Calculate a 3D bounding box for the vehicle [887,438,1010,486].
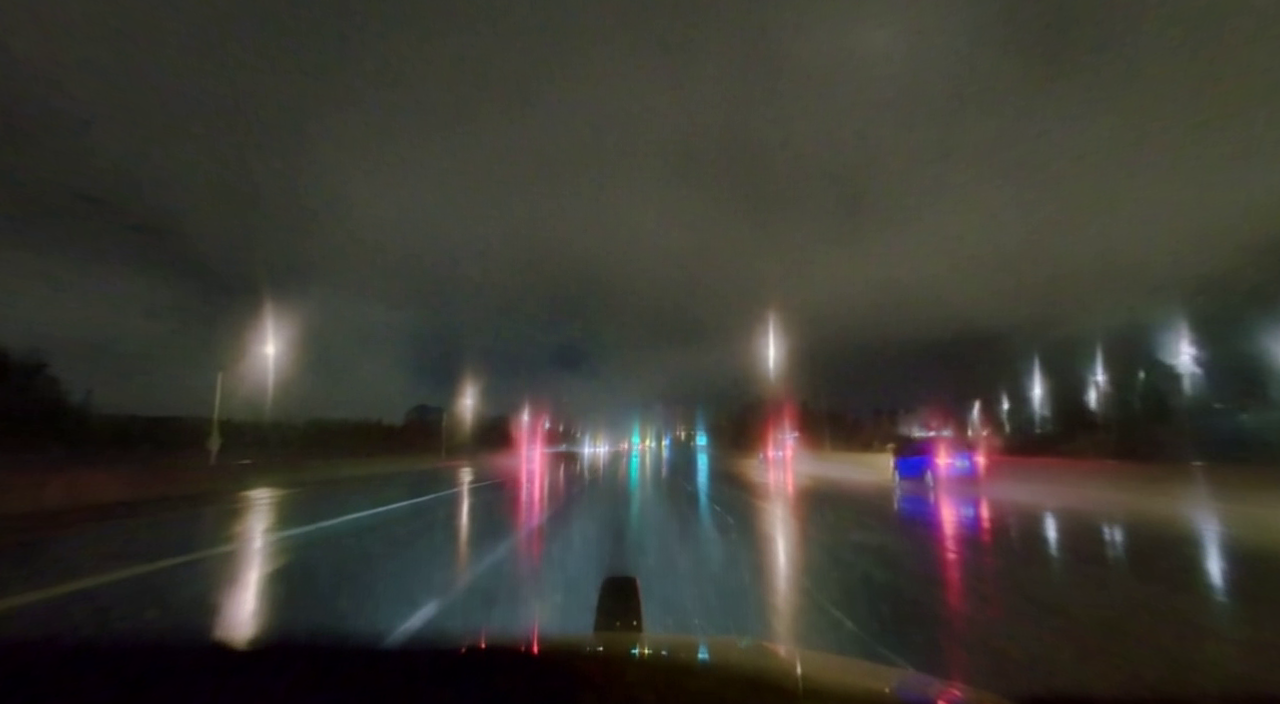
[{"bbox_3d":[10.668,3.818,22.283,1.985,1.493,4.486,0,-8,-1],"label":"vehicle"}]
